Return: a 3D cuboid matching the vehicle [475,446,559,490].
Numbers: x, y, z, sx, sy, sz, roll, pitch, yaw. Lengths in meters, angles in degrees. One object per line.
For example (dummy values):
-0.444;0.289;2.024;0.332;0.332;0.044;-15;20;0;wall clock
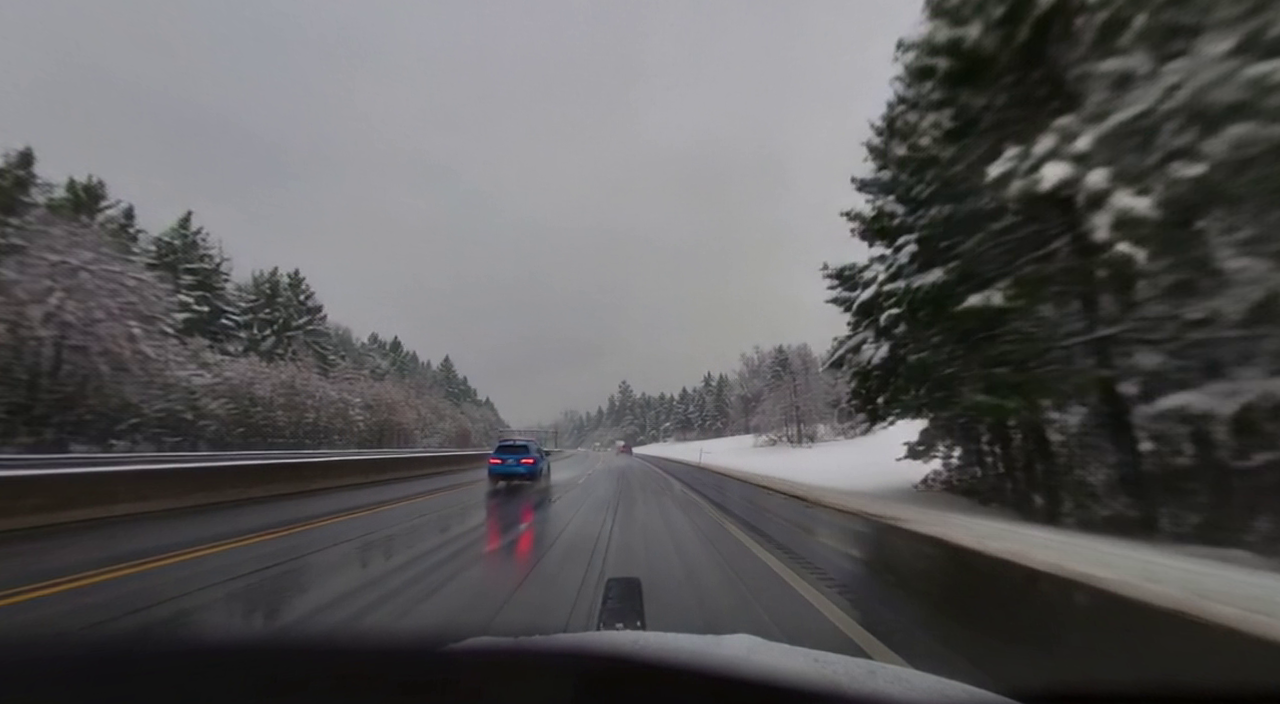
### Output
-4.331;4.171;22.966;2.126;1.411;4.433;0;-9;1;vehicle
